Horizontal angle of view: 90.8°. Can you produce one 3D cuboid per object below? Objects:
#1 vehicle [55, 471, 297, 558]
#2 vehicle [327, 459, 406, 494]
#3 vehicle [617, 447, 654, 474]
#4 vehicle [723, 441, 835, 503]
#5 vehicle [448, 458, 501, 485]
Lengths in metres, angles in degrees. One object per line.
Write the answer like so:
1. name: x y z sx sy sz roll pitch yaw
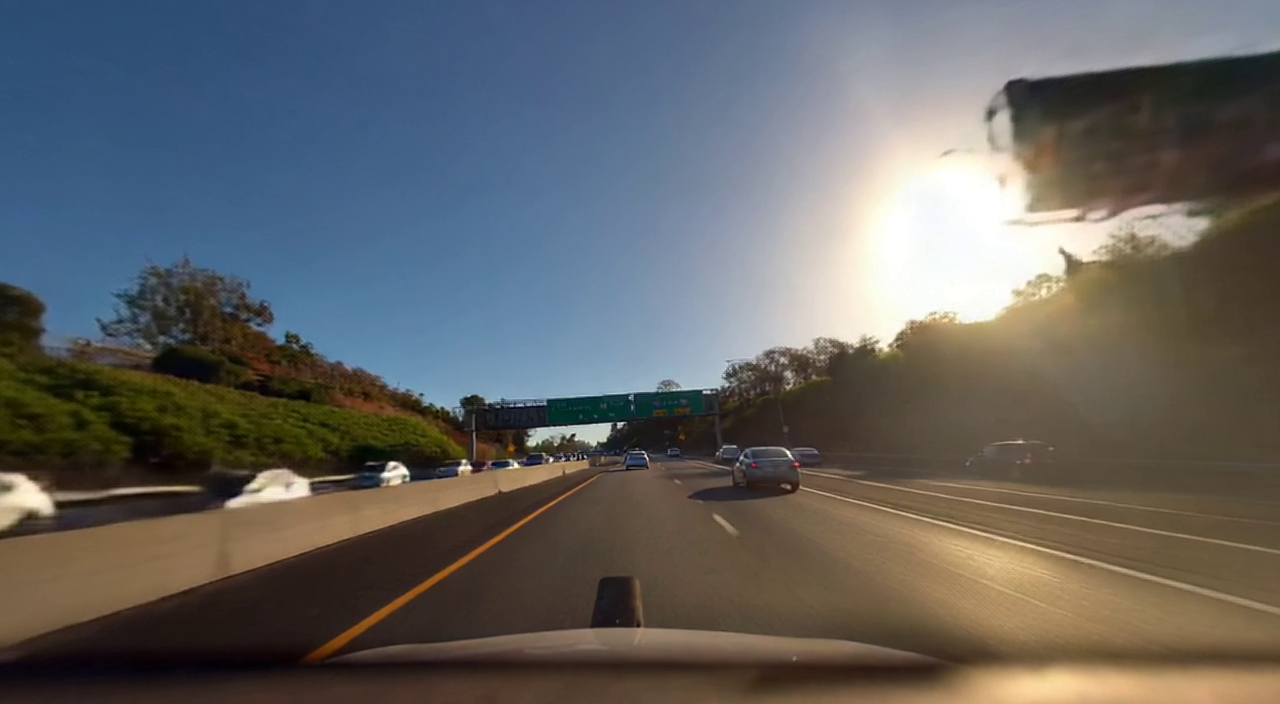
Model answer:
1. vehicle: -9.974 3.481 14.155 2.069 1.447 4.361 0 -8 0
2. vehicle: -13.677 6.230 31.899 1.939 1.504 4.481 0 -8 0
3. vehicle: -0.284 6.463 37.896 2.090 1.510 4.280 0 -8 0
4. vehicle: 3.655 3.227 17.477 1.972 1.488 4.335 0 -8 -2
5. vehicle: -9.921 7.150 38.187 1.940 1.435 4.312 0 -8 1
